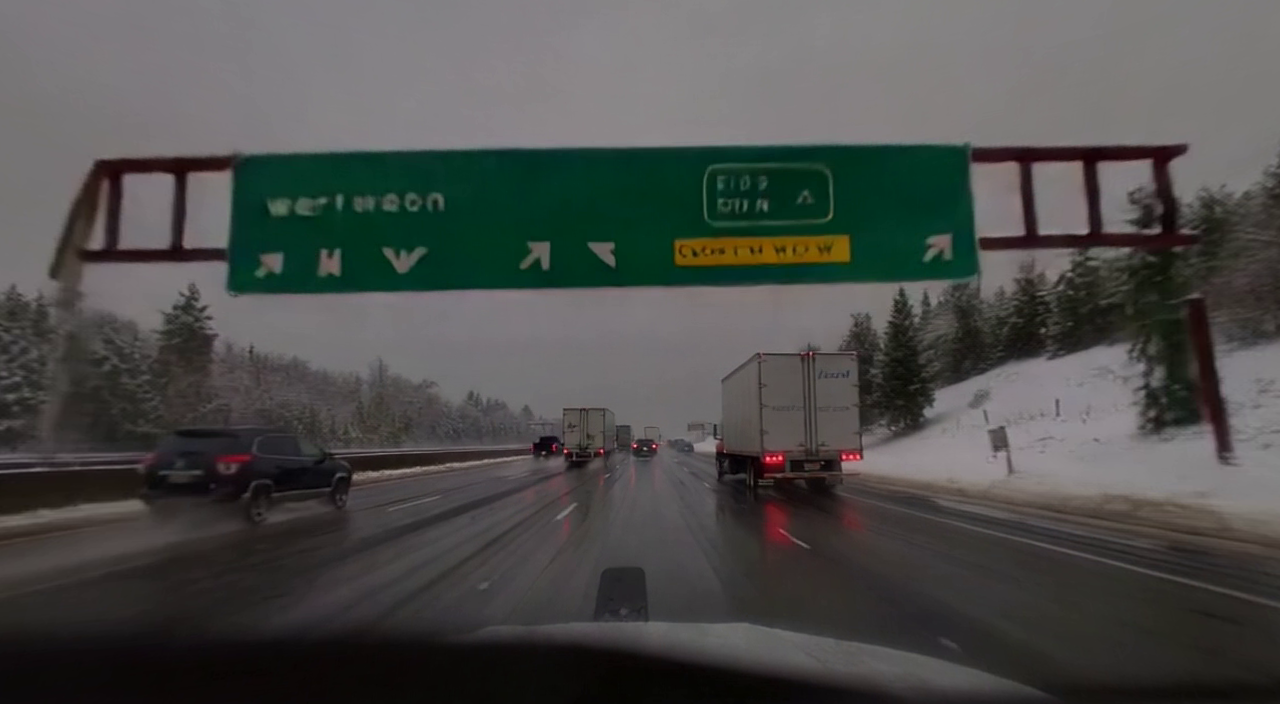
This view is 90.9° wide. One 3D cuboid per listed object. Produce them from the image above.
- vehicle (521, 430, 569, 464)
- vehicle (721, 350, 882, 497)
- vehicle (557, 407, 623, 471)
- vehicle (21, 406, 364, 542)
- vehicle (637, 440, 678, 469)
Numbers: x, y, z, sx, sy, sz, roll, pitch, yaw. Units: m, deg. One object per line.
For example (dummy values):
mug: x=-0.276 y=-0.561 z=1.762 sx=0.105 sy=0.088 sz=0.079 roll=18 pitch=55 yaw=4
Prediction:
vehicle: x=-6.578 y=6.694 z=44.343 sx=2.322 sy=2.195 sz=5.556 roll=0 pitch=-8 yaw=2
vehicle: x=4.328 y=2.252 z=18.909 sx=2.895 sy=3.484 sz=7.631 roll=0 pitch=-8 yaw=1
vehicle: x=-2.622 y=4.949 z=35.624 sx=2.745 sy=3.156 sz=7.608 roll=0 pitch=-8 yaw=2
vehicle: x=-7.319 y=2.065 z=11.322 sx=2.272 sy=1.850 sz=5.156 roll=0 pitch=-8 yaw=1
vehicle: x=0.966 y=5.550 z=34.320 sx=2.105 sy=1.502 sz=4.068 roll=0 pitch=-8 yaw=2
